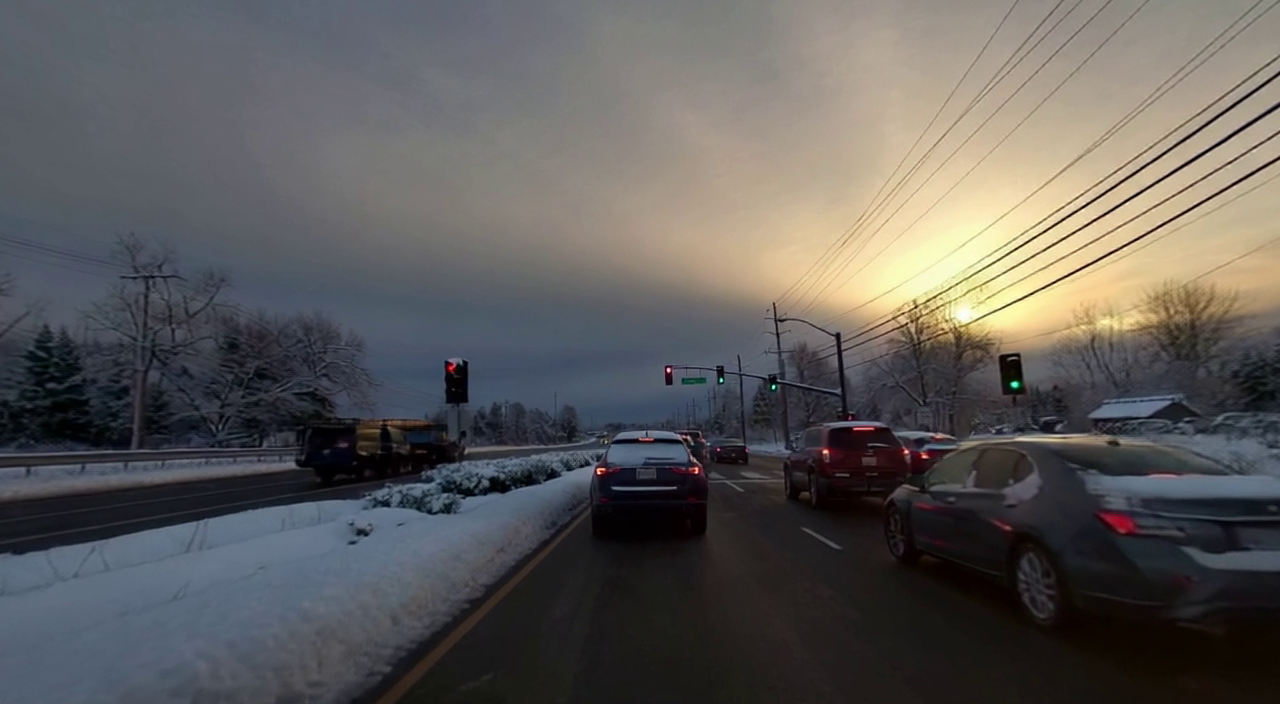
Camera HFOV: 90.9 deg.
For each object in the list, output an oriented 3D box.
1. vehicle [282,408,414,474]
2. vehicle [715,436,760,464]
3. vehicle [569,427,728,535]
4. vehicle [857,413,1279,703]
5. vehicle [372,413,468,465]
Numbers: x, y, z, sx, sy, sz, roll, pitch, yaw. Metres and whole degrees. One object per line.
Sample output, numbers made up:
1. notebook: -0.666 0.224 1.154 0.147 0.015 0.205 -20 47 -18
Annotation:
1. vehicle: -16.415 5.172 36.403 2.934 3.328 8.716 -1 -8 4
2. vehicle: 5.604 5.718 36.835 1.995 1.491 4.133 0 -8 1
3. vehicle: 0.141 2.136 11.067 2.208 1.498 4.401 0 -8 1
4. vehicle: 3.581 1.347 5.209 2.028 1.454 4.531 0 -8 1
5. vehicle: -15.822 6.473 46.427 3.085 3.375 9.783 -1 -8 3
